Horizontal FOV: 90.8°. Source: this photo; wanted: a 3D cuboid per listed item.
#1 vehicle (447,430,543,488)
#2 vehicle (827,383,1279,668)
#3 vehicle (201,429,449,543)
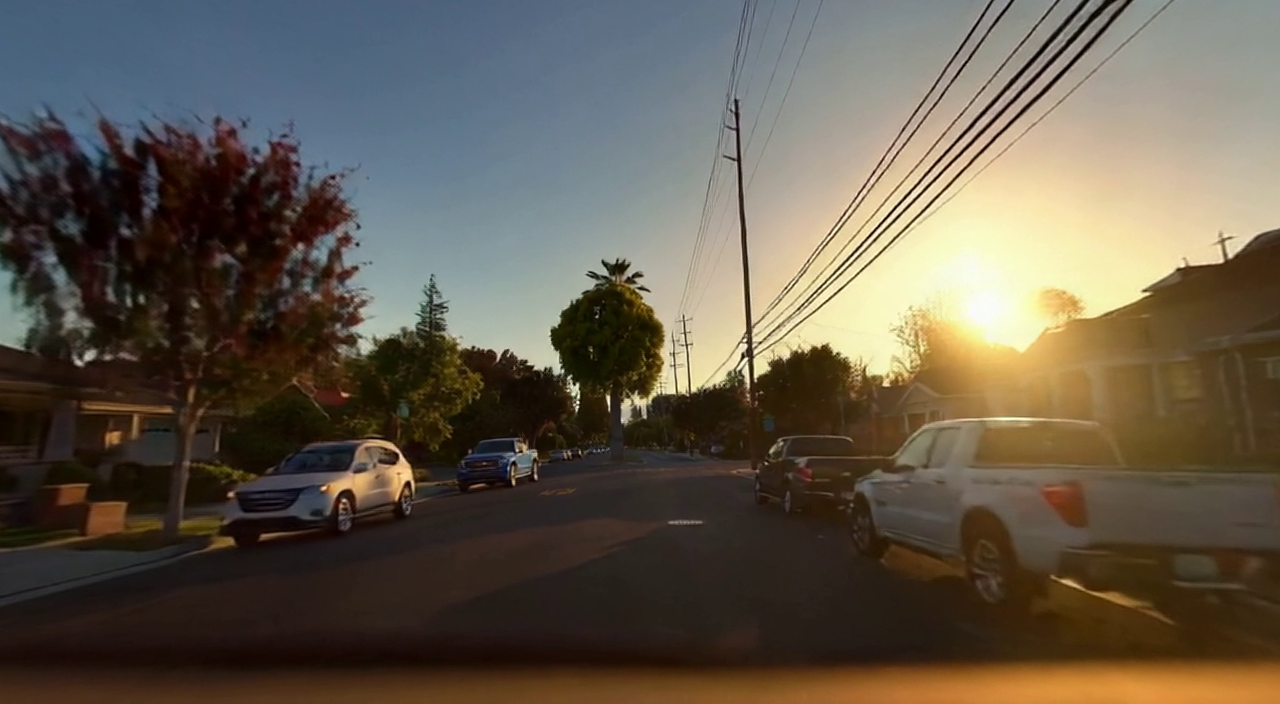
[{"bbox_3d":[-5.660,4.292,25.717,2.455,2.045,6.171,0,-8,0],"label":"vehicle"},{"bbox_3d":[3.550,1.418,6.310,1.979,1.762,4.621,0,-8,1],"label":"vehicle"},{"bbox_3d":[-5.711,2.471,12.398,2.226,1.768,4.780,0,-8,2],"label":"vehicle"}]
